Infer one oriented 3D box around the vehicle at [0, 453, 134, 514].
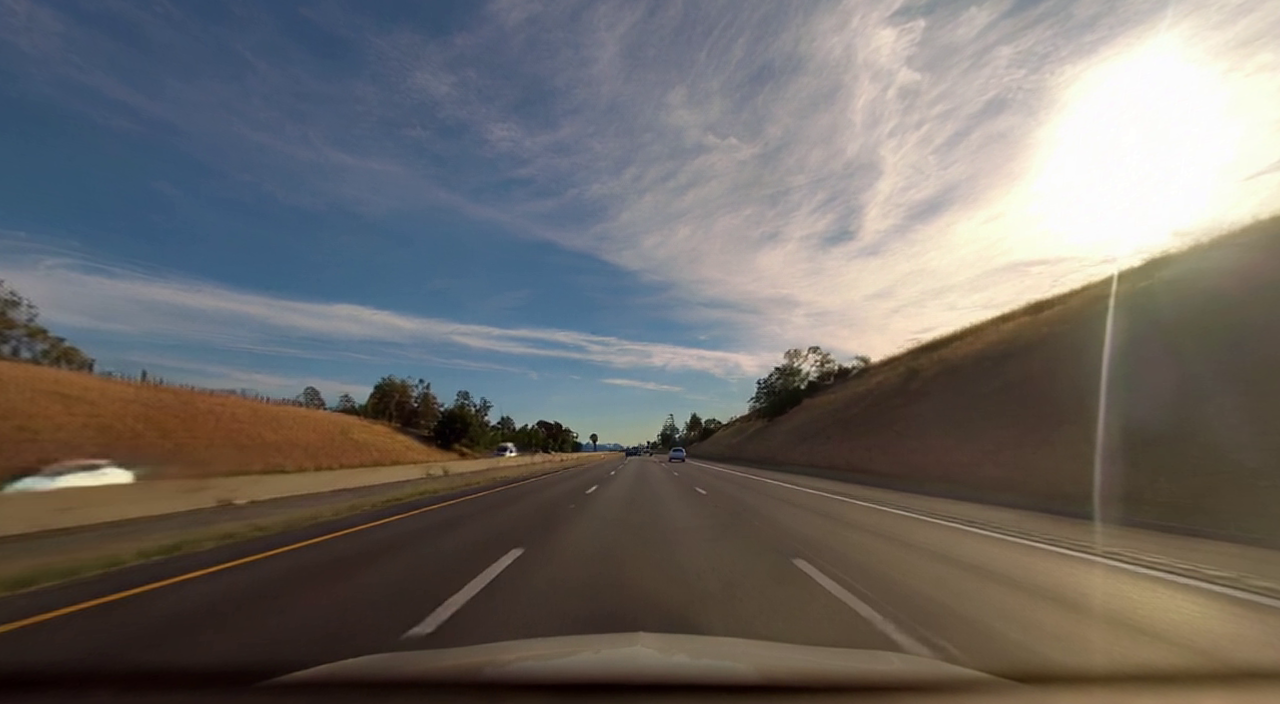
[{"bbox_3d":[-16.278,3.484,17.139,1.789,1.446,3.886,0,-9,0],"label":"vehicle"}]
